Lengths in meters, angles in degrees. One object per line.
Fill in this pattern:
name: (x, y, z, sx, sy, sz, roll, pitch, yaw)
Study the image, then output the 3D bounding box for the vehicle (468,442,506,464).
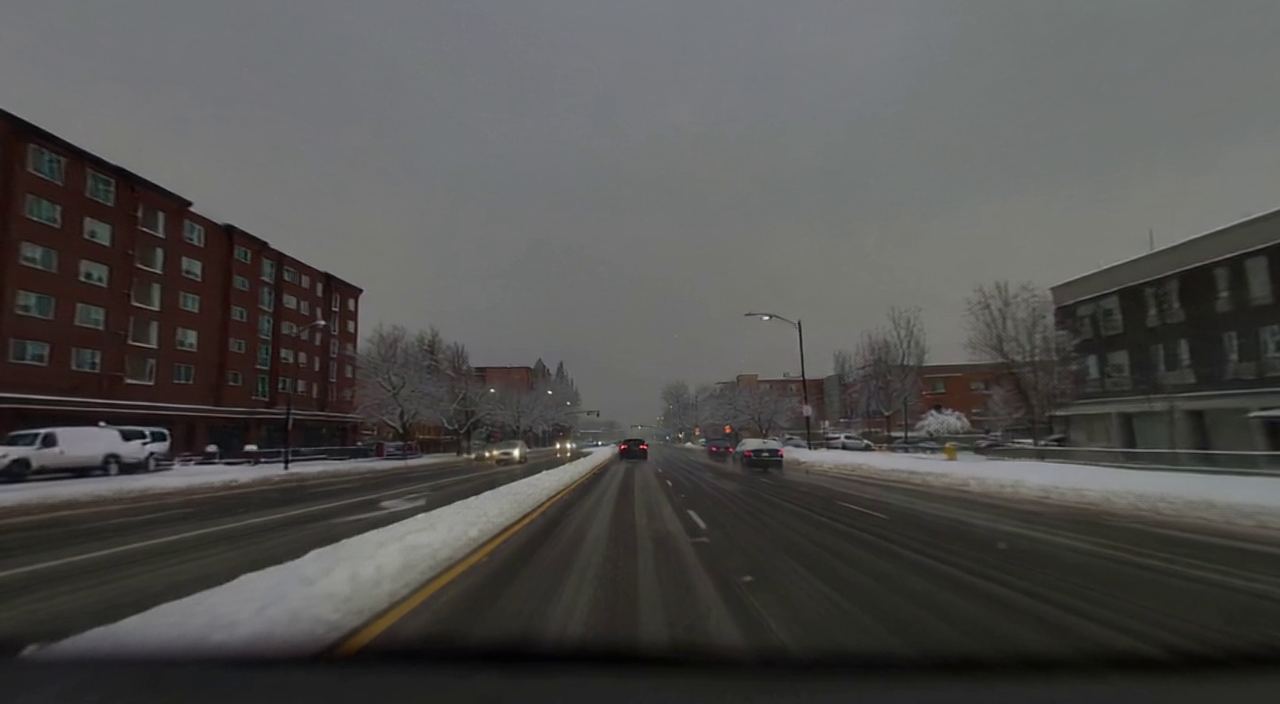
vehicle: (-11.821, 7.824, 48.792, 1.959, 1.634, 3.797, 0, -9, 0)

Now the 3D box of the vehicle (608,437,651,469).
vehicle: (-0.522, 5.235, 32.690, 2.106, 1.553, 3.964, 0, -8, -1)

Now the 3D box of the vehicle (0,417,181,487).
vehicle: (-33.128, 5.598, 36.027, 4.125, 3.409, 11.667, -1, -8, 5)

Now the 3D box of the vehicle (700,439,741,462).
vehicle: (5.542, 6.831, 43.773, 2.154, 1.554, 4.149, 0, -9, -2)

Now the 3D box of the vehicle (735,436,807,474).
vehicle: (5.846, 4.661, 28.702, 2.121, 1.557, 4.898, 0, -9, -1)

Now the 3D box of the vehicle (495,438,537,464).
vehicle: (-8.736, 7.020, 44.627, 2.013, 1.737, 4.510, 0, -8, 0)
